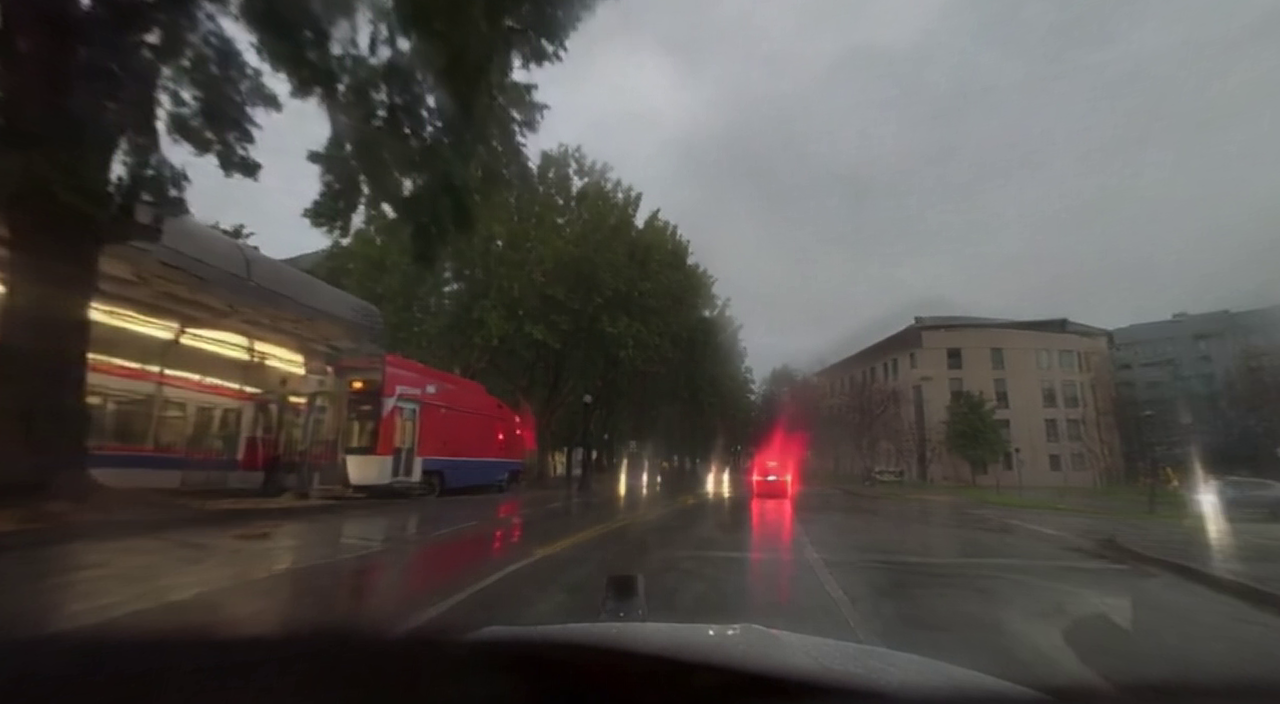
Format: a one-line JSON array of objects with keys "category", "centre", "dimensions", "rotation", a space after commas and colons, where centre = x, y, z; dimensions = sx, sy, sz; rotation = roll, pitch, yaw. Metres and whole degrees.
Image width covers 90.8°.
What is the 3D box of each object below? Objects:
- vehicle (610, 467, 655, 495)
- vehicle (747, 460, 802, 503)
[{"category": "vehicle", "centre": [-0.426, 8.142, 40.103], "dimensions": [2.042, 1.531, 4.403], "rotation": [-2, -9, 11]}, {"category": "vehicle", "centre": [6.294, 5.966, 29.463], "dimensions": [2.263, 1.765, 4.237], "rotation": [-2, -9, 13]}]
